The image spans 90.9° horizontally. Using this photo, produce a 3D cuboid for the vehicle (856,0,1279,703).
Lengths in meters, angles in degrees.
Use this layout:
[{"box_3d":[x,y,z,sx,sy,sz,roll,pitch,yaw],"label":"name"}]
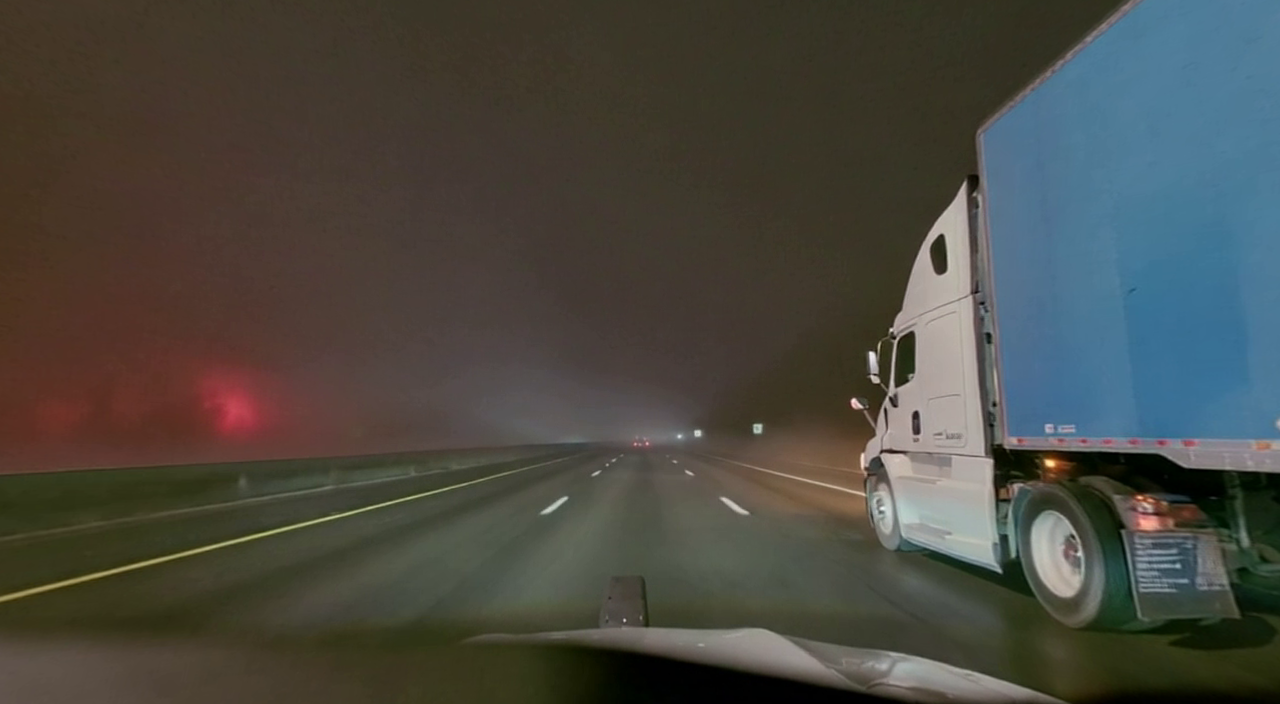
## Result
[{"box_3d":[3.836,-0.268,1.988,3.012,3.768,8.945,0,-8,0],"label":"vehicle"}]
